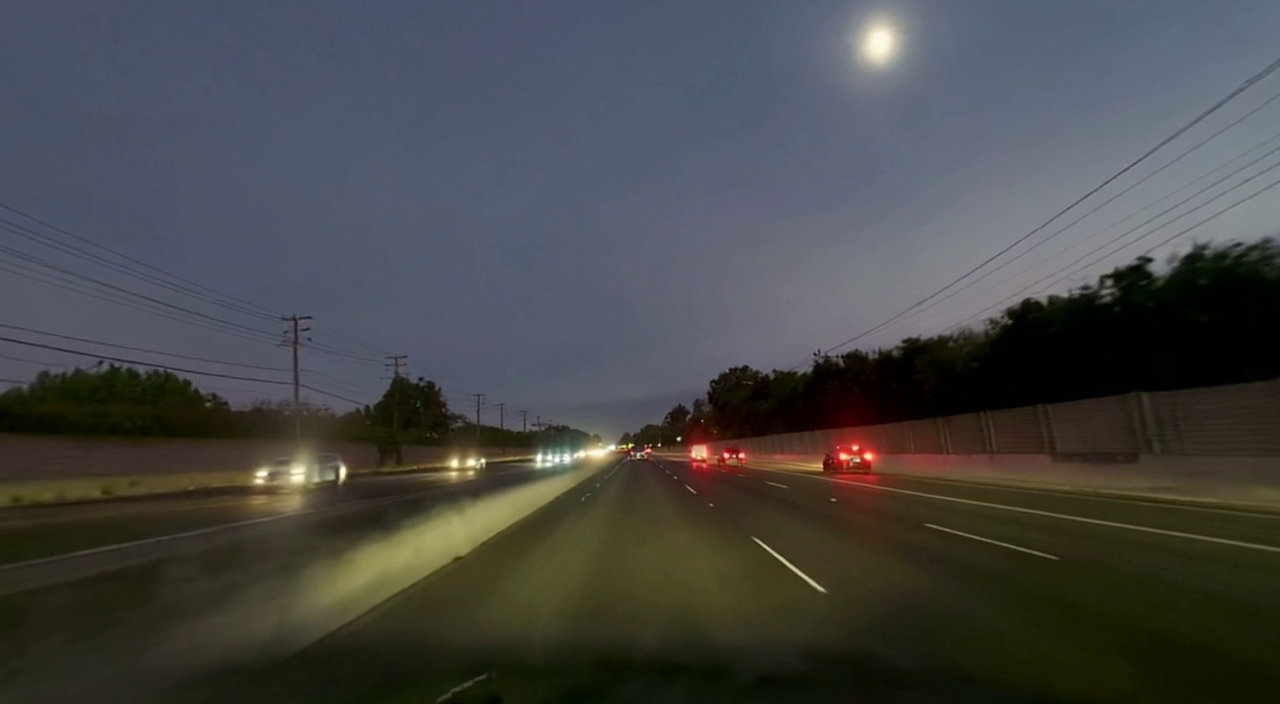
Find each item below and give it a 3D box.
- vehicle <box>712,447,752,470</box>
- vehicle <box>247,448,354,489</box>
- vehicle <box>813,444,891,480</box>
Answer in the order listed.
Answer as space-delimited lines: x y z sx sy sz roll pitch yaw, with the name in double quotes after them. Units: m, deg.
6.449 7.474 44.754 2.069 1.520 4.614 0 -9 -1 "vehicle"
-16.860 5.795 31.849 2.162 1.854 5.743 0 -9 0 "vehicle"
9.633 5.011 29.159 1.969 1.506 4.422 0 -9 -2 "vehicle"
